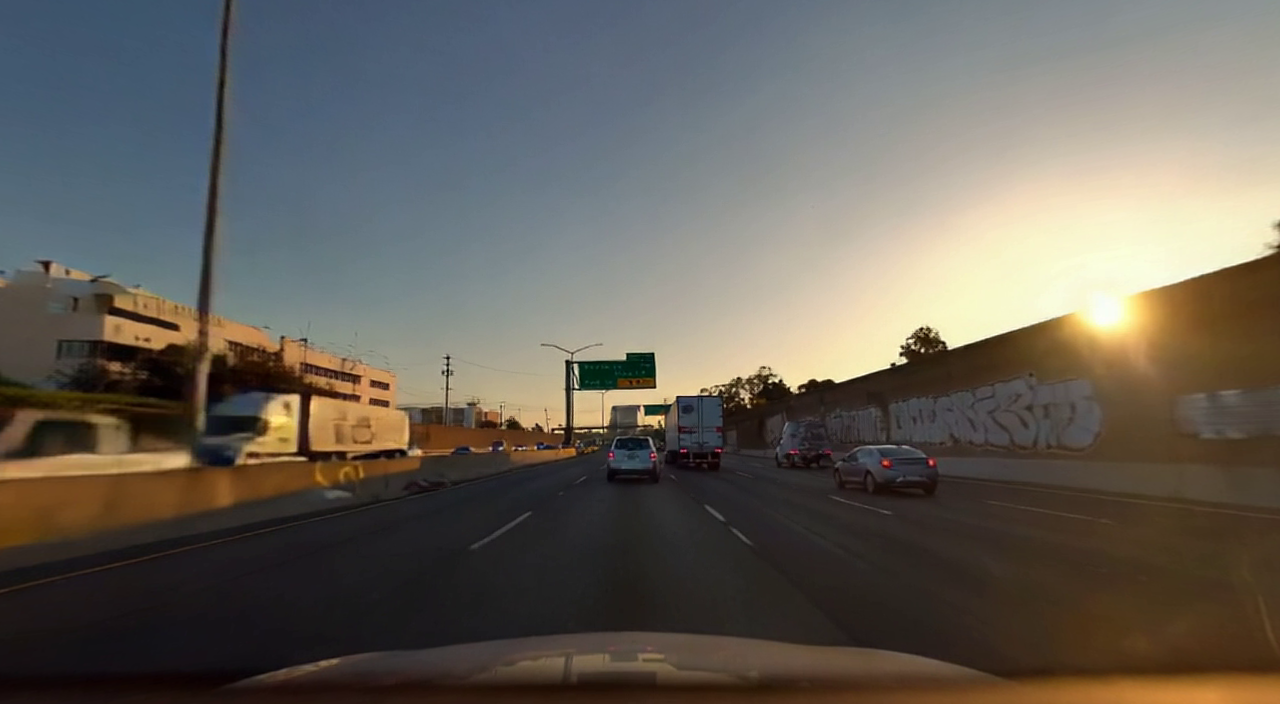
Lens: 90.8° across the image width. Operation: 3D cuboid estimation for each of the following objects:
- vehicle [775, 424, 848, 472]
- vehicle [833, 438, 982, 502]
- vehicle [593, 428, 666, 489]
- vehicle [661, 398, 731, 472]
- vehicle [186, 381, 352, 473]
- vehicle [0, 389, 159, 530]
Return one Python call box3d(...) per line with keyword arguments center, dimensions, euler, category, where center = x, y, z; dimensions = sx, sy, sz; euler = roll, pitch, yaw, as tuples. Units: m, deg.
box3d(center=(9.160, 5.256, 34.487), dimensions=(2.322, 2.360, 6.433), euler=(0, -9, 1), category="vehicle")
box3d(center=(6.976, 3.119, 17.151), dimensions=(1.915, 1.476, 4.677), euler=(0, -9, -1), category="vehicle")
box3d(center=(-0.448, 3.678, 22.093), dimensions=(2.249, 1.843, 5.176), euler=(1, -9, -3), category="vehicle")
box3d(center=(3.092, 5.095, 38.068), dimensions=(2.976, 3.806, 10.591), euler=(0, -9, -2), category="vehicle")
box3d(center=(-17.179, 3.694, 30.165), dimensions=(3.046, 3.817, 7.986), euler=(0, -9, -1), category="vehicle")
box3d(center=(-10.423, 1.593, 9.378), dimensions=(2.470, 1.992, 5.196), euler=(0, -9, -1), category="vehicle")
